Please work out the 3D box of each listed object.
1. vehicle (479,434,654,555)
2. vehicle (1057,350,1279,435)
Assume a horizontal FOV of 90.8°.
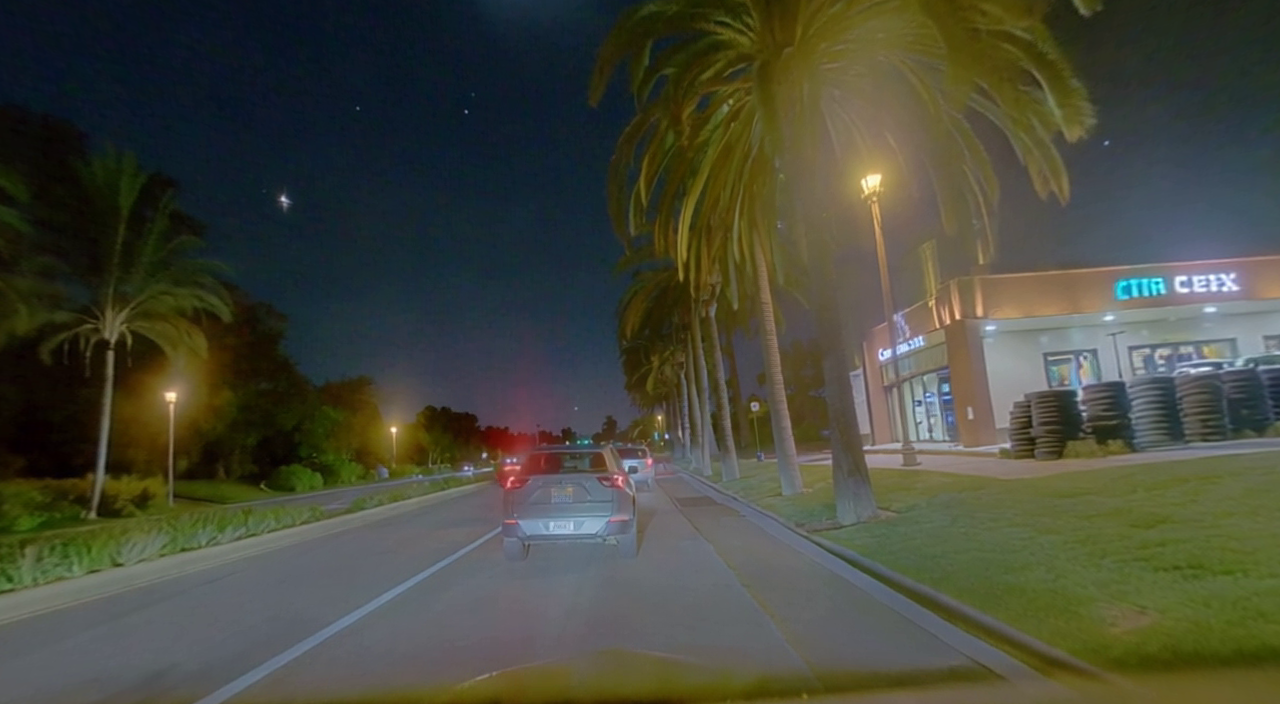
[{"bbox_3d":[-0.972,2.087,9.983,2.169,1.495,4.048,0,-8,-2],"label":"vehicle"},{"bbox_3d":[13.385,1.194,16.349,1.854,1.693,4.798,-1,-10,0],"label":"vehicle"}]
